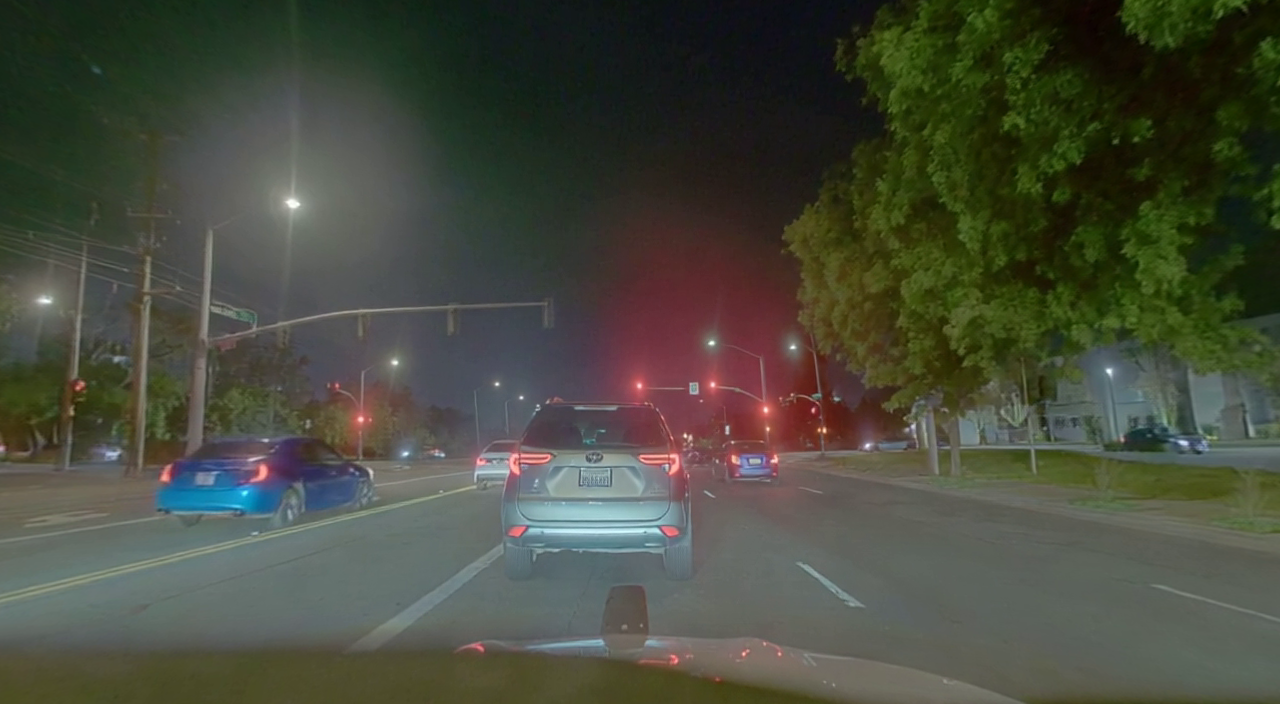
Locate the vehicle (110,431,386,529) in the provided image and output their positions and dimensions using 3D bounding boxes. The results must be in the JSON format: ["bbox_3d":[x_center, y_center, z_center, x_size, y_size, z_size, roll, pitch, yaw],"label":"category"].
[{"bbox_3d":[-6.975,2.320,12.103,2.060,1.473,4.950,0,-8,1],"label":"vehicle"}]

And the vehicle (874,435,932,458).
[{"bbox_3d":[20.003,7.201,47.919,4.361,1.653,2.034,6,-10,-35],"label":"vehicle"}]

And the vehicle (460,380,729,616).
[{"bbox_3d":[-0.345,1.440,7.096,2.064,1.817,4.298,0,-8,0],"label":"vehicle"}]

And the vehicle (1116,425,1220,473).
[{"bbox_3d":[19.243,3.512,22.929,4.215,1.578,1.892,7,-11,-37],"label":"vehicle"}]

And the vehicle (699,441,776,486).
[{"bbox_3d":[3.337,3.898,22.383,2.104,1.441,4.240,0,-8,1],"label":"vehicle"}]
